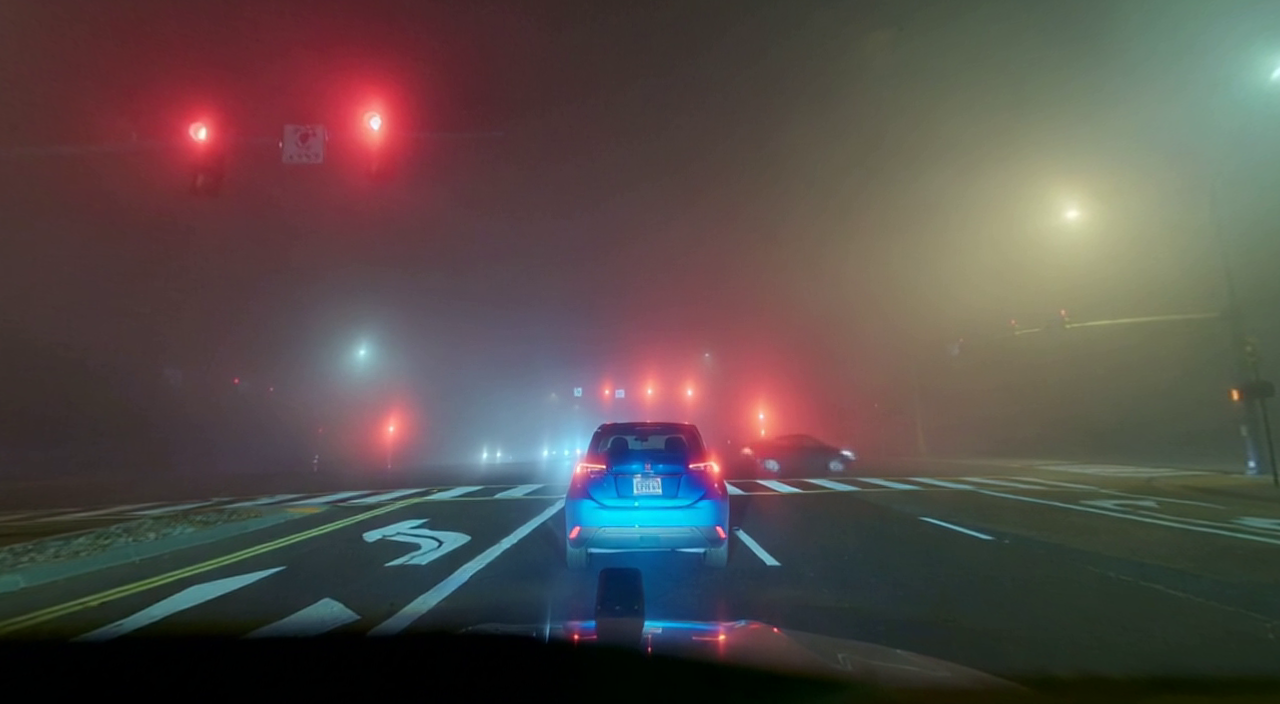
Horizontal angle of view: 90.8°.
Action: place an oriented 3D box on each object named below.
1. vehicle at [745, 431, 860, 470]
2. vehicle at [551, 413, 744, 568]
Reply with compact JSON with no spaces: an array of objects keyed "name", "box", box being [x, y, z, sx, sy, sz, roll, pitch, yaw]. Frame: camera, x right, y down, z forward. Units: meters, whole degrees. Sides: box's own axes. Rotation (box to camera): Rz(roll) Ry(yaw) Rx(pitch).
[{"name":"vehicle","box":[8.117,4.967,31.964,5.247,1.889,2.050,0,-9,1]},{"name":"vehicle","box":[0.039,1.757,8.711,2.027,1.626,3.942,0,-8,-1]}]
